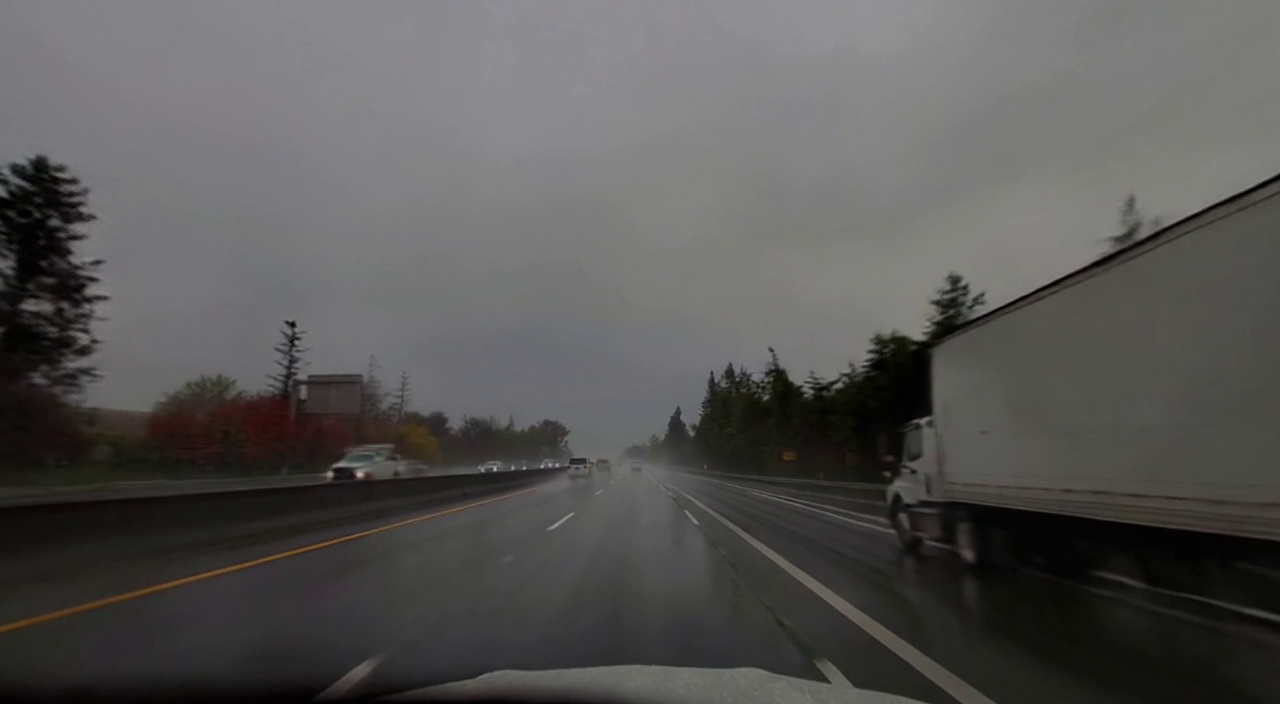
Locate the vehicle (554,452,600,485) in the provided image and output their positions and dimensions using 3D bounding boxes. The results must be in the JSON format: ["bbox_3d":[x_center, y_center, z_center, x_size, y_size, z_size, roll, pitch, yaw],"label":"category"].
[{"bbox_3d":[-3.836,7.249,39.171,2.272,1.873,4.832,1,-10,0],"label":"vehicle"}]

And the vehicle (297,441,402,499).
[{"bbox_3d":[-12.242,5.047,27.035,2.100,2.201,4.873,1,-10,0],"label":"vehicle"}]

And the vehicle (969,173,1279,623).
[{"bbox_3d":[7.586,0.513,6.345,3.235,4.088,9.243,-1,-13,-1],"label":"vehicle"}]
